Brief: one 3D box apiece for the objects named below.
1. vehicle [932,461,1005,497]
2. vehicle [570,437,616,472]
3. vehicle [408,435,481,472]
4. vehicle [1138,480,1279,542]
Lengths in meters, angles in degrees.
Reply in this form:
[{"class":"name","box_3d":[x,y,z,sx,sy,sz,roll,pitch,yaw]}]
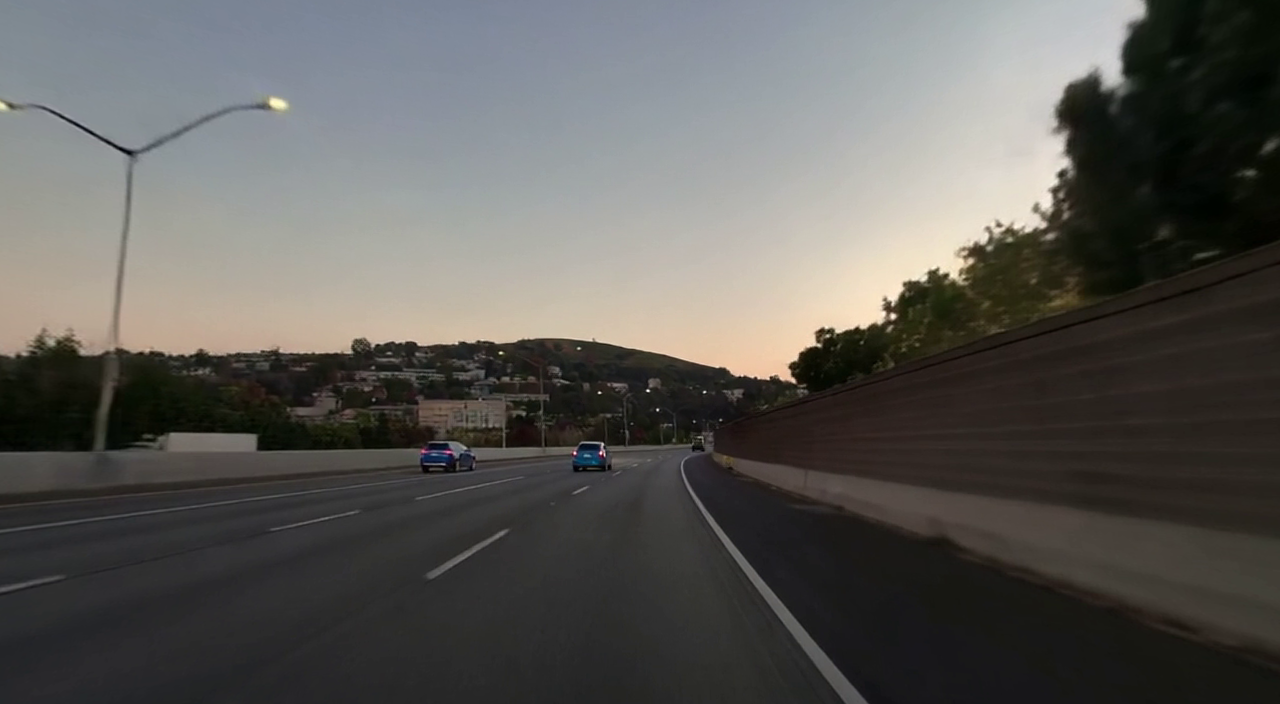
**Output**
[{"class":"vehicle","box_3d":[25.762,9.939,49.857,2.775,2.408,6.139,-1,-8,4]},{"class":"vehicle","box_3d":[-2.540,5.670,35.095,2.028,1.782,4.150,-1,-8,4]},{"class":"vehicle","box_3d":[-9.902,5.161,32.364,2.039,1.746,4.528,-1,-8,4]},{"class":"vehicle","box_3d":[19.381,5.227,21.195,1.786,1.559,4.496,-1,-8,4]}]
